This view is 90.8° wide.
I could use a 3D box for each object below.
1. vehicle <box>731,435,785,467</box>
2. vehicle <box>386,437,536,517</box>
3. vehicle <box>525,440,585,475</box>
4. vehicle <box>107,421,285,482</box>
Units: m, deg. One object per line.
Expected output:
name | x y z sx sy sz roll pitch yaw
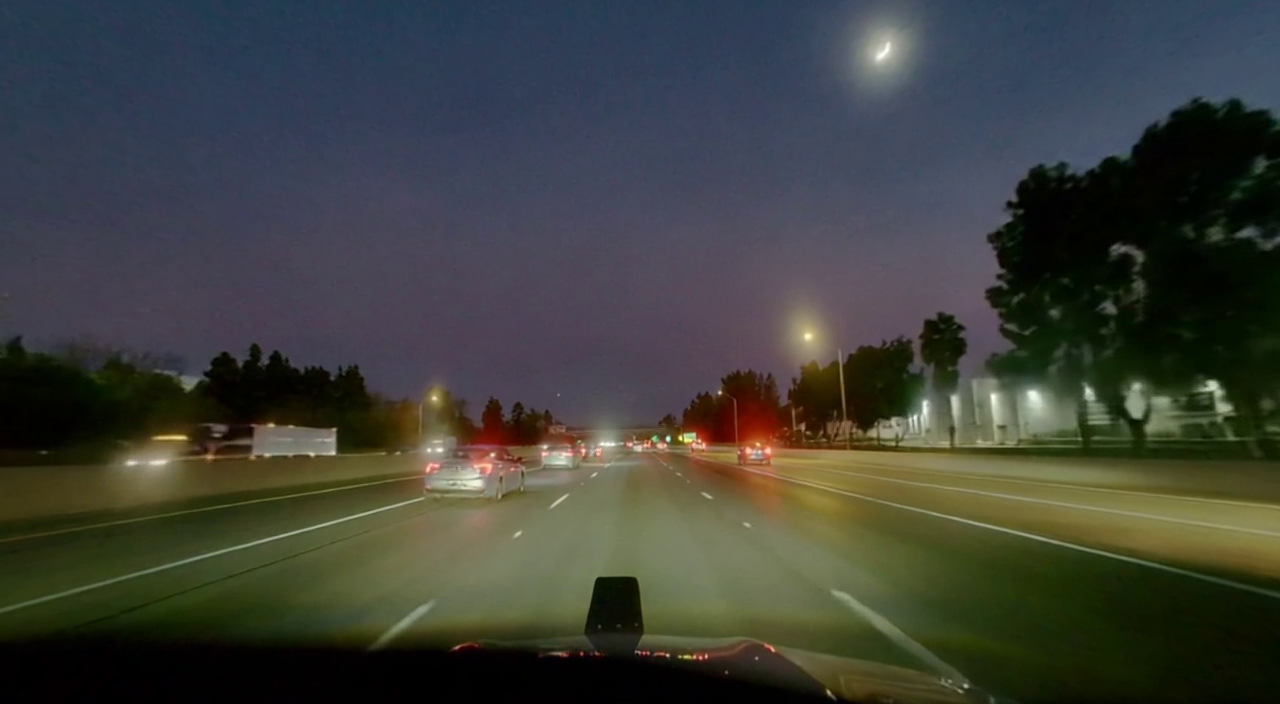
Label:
vehicle | 6.886 5.830 37.383 2.147 1.769 4.666 0 -9 -2
vehicle | -3.592 2.588 13.611 1.959 1.433 4.291 0 -9 0
vehicle | -3.826 4.832 29.155 2.047 1.469 4.614 0 -9 1
vehicle | -28.449 6.517 41.710 2.907 3.420 12.211 0 -9 0
